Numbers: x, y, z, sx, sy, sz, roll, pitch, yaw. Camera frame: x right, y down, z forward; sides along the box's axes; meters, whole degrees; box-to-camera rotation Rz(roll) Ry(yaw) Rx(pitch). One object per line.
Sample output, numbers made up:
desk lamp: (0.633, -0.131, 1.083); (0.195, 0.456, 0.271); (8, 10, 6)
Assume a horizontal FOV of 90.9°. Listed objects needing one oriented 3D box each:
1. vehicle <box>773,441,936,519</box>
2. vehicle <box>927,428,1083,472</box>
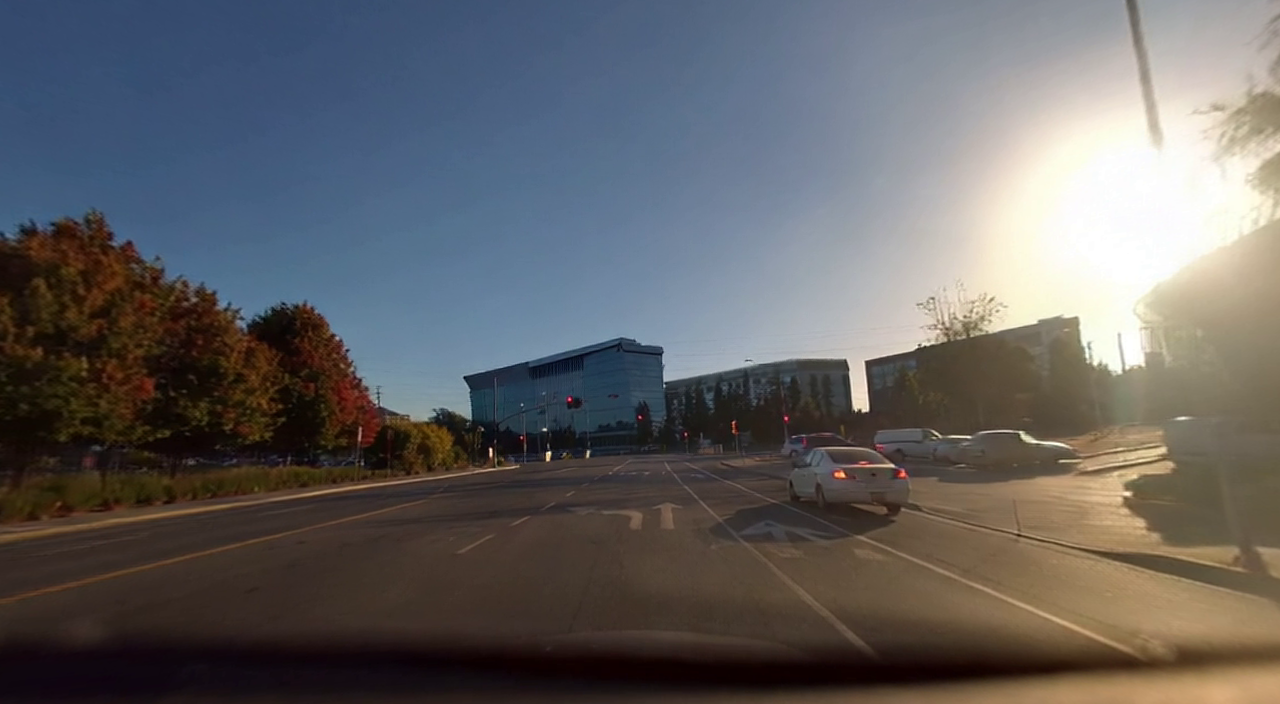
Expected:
vehicle: (4.483, 2.735, 14.106); (2.006, 1.448, 4.671); (0, -8, 0)
vehicle: (12.591, 3.400, 21.947); (4.227, 1.451, 1.874); (0, -8, 2)
